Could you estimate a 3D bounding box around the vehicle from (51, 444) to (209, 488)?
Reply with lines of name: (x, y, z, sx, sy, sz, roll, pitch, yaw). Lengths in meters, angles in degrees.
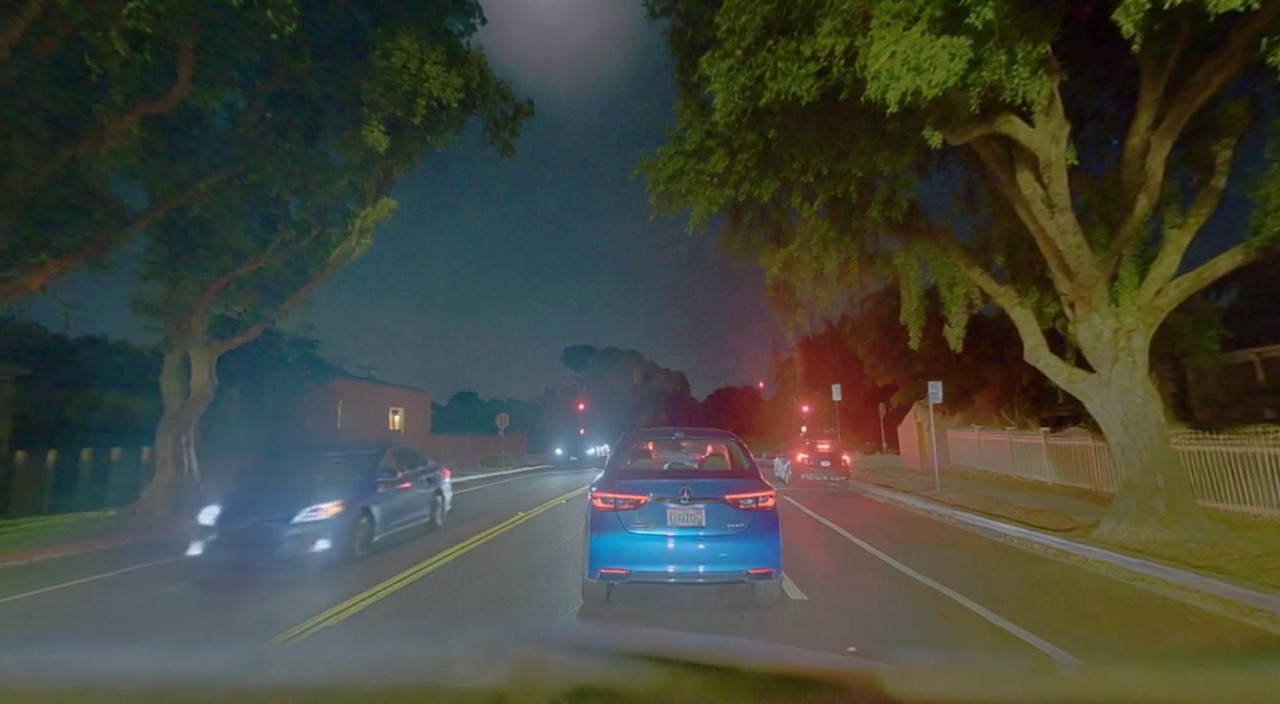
vehicle: (-18.105, 4.032, 22.484, 4.069, 1.445, 2.063, -2, -9, 8)

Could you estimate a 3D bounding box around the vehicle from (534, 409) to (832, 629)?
vehicle: (0.340, 1.455, 6.442, 2.070, 1.516, 3.936, 0, -8, 1)

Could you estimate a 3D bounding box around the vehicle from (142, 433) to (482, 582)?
vehicle: (-3.910, 1.898, 8.677, 2.060, 1.479, 4.462, 0, -8, 4)
